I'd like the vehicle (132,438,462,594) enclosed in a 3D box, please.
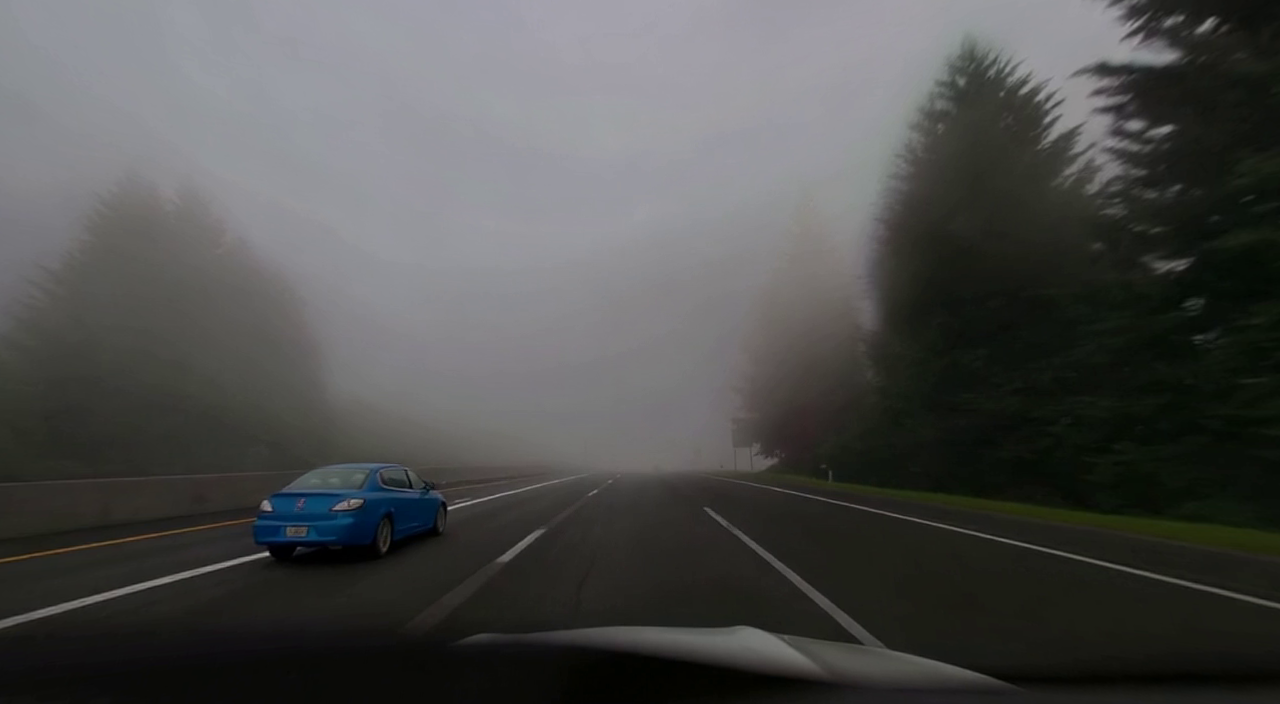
[{"bbox_3d":[-4.001,1.956,8.326,2.121,1.537,3.852,0,-9,1],"label":"vehicle"}]
